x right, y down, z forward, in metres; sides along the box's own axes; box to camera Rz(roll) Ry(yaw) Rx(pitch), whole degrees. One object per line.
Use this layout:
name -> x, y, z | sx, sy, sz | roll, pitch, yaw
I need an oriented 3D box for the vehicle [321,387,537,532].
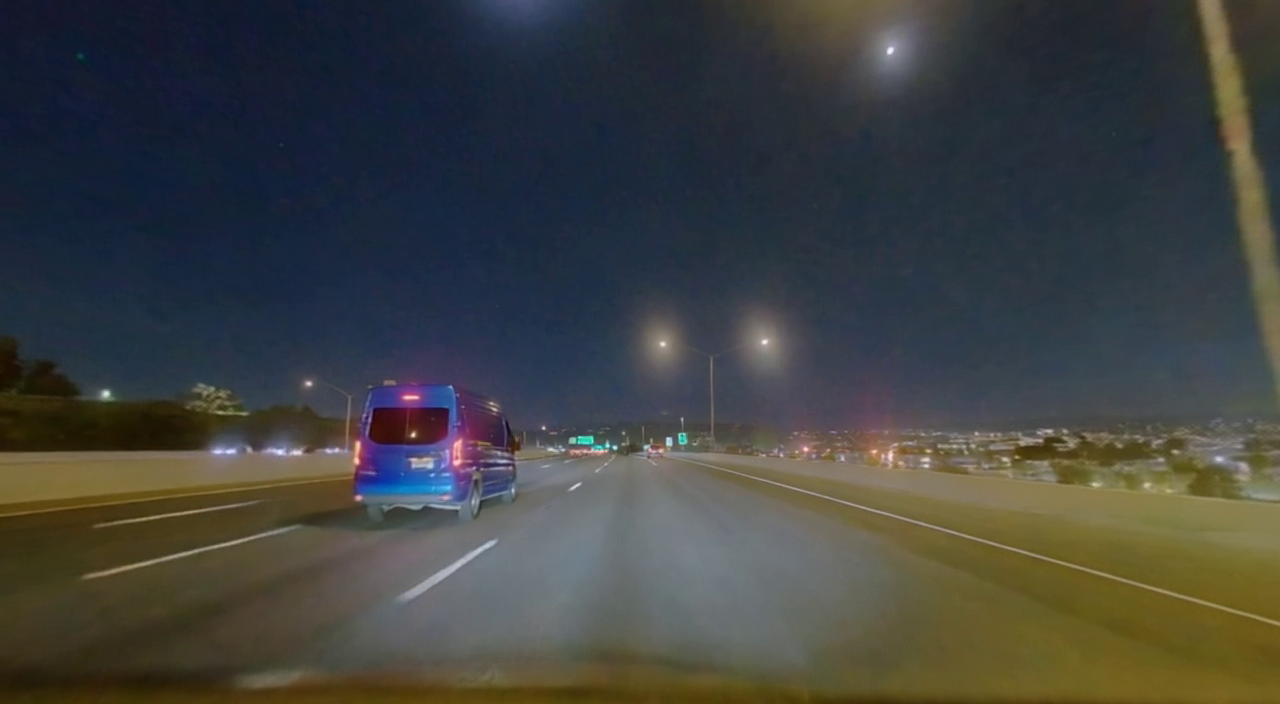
vehicle -> -3.733, 2.080, 12.551 | 2.372, 2.248, 5.393 | 0, -9, 1
